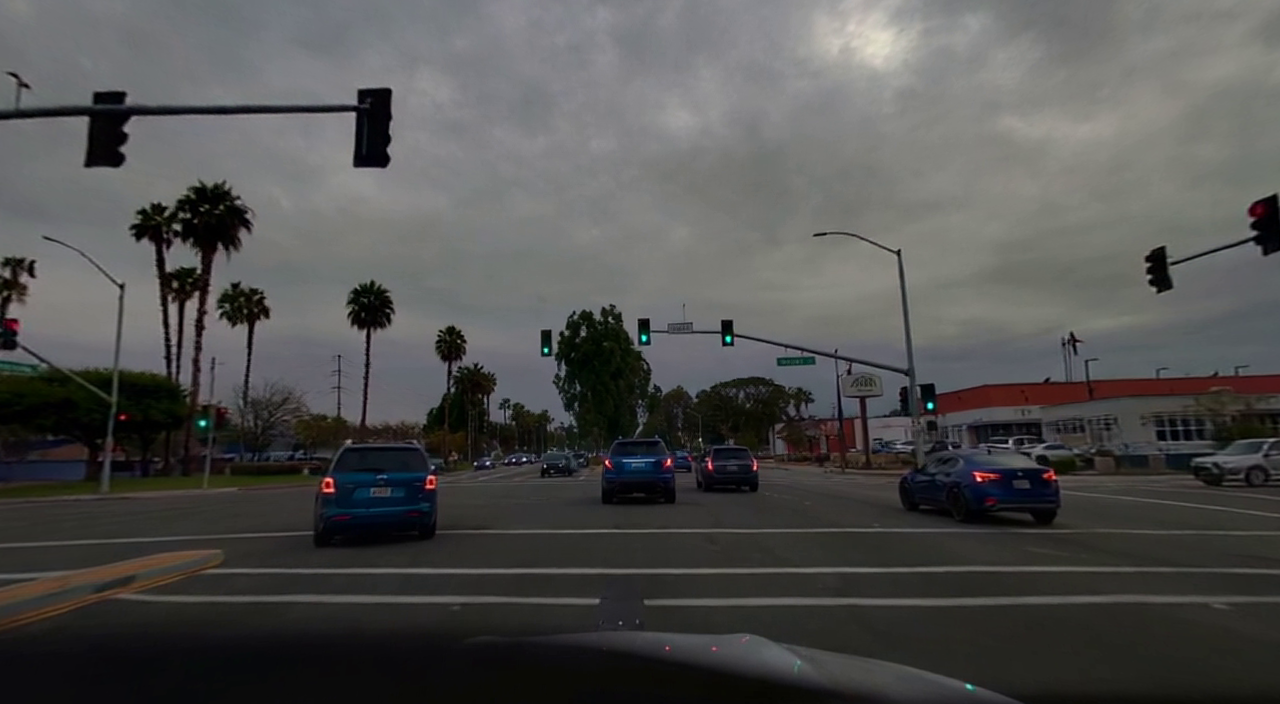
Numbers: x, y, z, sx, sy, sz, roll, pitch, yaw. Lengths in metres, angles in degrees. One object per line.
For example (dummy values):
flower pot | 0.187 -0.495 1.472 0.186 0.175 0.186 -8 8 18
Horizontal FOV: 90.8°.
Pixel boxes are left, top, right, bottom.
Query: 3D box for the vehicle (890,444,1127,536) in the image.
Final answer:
vehicle | 6.784 2.543 12.329 1.944 1.447 4.309 0 -9 -1

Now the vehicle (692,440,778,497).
vehicle | 3.084 3.878 21.525 2.112 1.710 4.234 0 -9 -2

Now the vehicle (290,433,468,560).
vehicle | -4.123 2.272 10.807 2.201 1.644 4.465 2 -9 -15

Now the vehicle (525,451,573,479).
vehicle | -5.147 6.411 36.178 2.030 1.441 4.324 -1 -9 1

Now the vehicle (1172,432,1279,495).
vehicle | 19.831 3.366 19.351 5.053 1.787 2.168 0 -9 -1

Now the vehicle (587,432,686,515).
vehicle | -0.157 2.972 15.965 2.151 1.787 4.109 0 -9 -2

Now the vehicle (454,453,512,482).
vehicle | -8.533 6.319 34.821 2.061 1.415 4.289 0 -9 1
